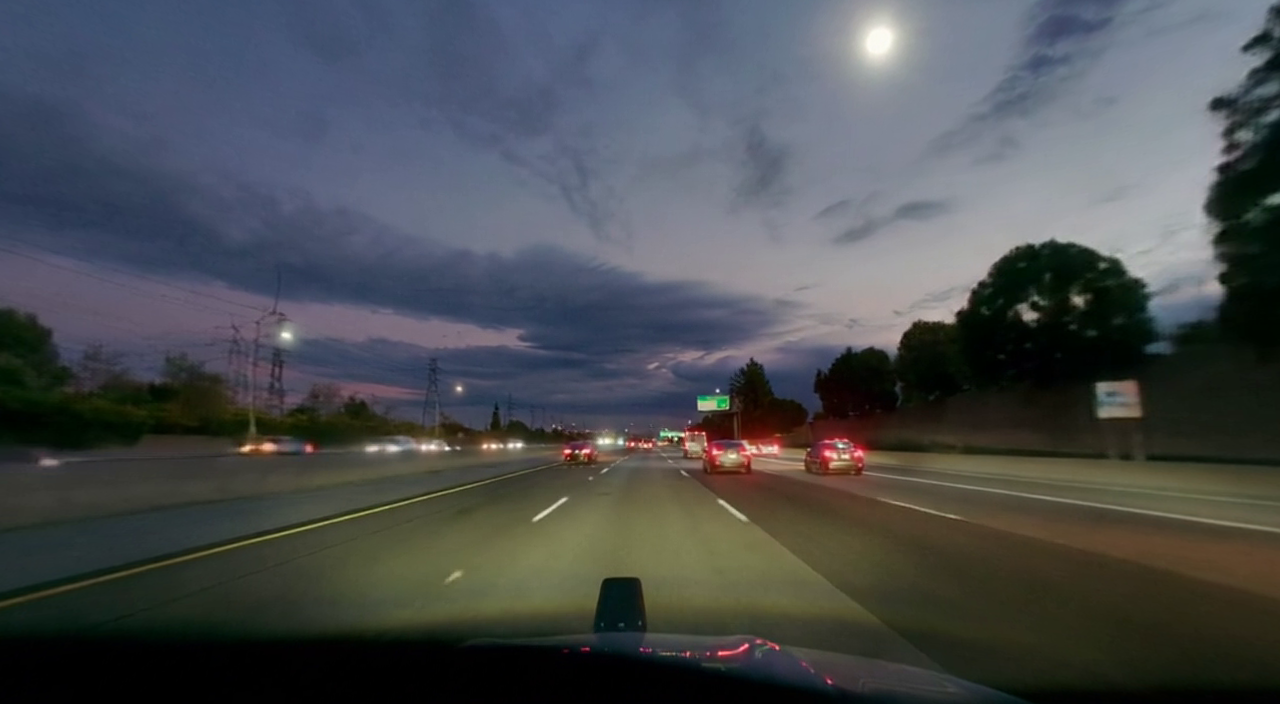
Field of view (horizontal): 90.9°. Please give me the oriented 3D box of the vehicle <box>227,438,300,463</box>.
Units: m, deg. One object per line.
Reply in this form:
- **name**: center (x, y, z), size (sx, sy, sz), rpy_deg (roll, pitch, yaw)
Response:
- **vehicle**: center (-25.150, 6.572, 42.329), size (1.927, 1.592, 4.547), rpy_deg (0, -8, 2)

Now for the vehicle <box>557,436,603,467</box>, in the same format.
- **vehicle**: center (-3.354, 5.711, 36.343), size (2.106, 1.682, 4.395), rpy_deg (0, -8, 2)

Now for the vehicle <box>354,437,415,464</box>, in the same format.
- **vehicle**: center (-15.521, 5.974, 38.540), size (1.924, 1.521, 4.357), rpy_deg (0, -8, 0)

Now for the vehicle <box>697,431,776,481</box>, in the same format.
- **vehicle**: center (3.415, 3.789, 23.234), size (2.146, 1.639, 4.475), rpy_deg (0, -8, 0)

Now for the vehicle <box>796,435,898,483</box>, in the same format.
- **vehicle**: center (7.296, 3.798, 22.822), size (1.988, 1.518, 4.856), rpy_deg (0, -8, 0)
